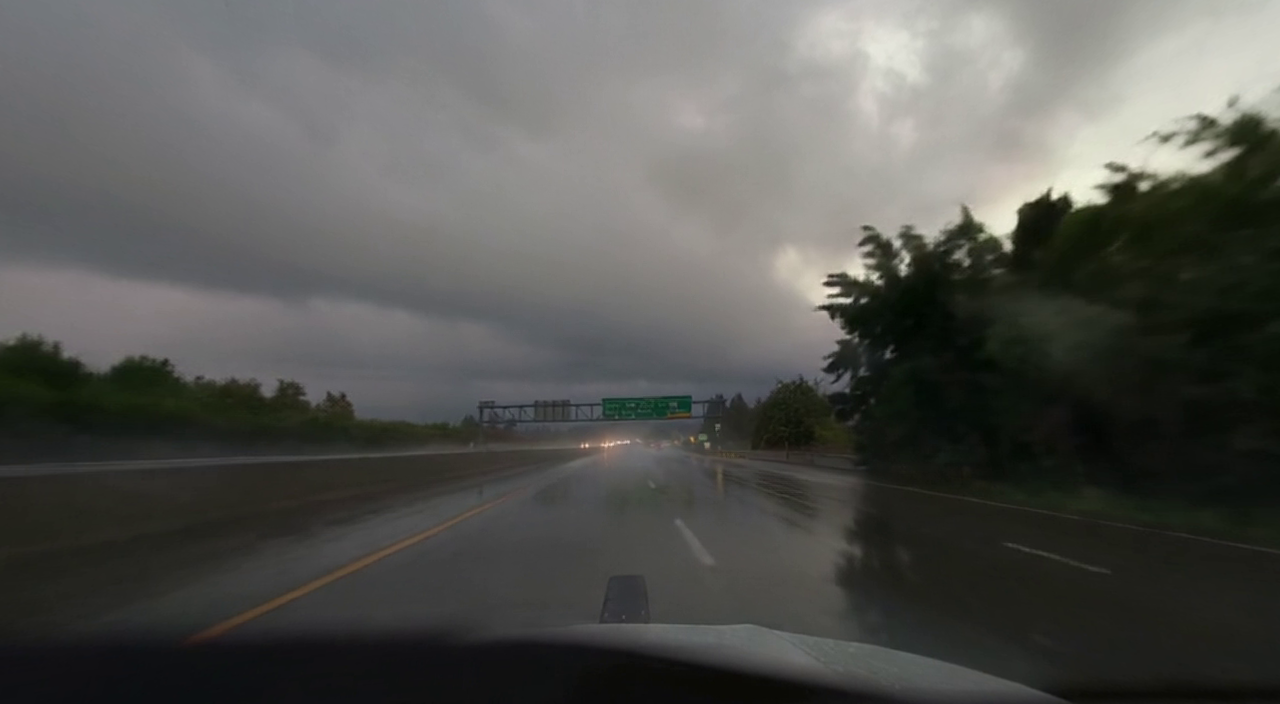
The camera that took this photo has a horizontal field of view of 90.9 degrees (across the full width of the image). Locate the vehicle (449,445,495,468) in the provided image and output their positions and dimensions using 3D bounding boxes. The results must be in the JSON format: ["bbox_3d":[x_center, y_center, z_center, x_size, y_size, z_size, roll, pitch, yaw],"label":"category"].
[{"bbox_3d":[-11.437,7.137,43.124,1.918,1.480,4.343,0,-9,0],"label":"vehicle"}]
